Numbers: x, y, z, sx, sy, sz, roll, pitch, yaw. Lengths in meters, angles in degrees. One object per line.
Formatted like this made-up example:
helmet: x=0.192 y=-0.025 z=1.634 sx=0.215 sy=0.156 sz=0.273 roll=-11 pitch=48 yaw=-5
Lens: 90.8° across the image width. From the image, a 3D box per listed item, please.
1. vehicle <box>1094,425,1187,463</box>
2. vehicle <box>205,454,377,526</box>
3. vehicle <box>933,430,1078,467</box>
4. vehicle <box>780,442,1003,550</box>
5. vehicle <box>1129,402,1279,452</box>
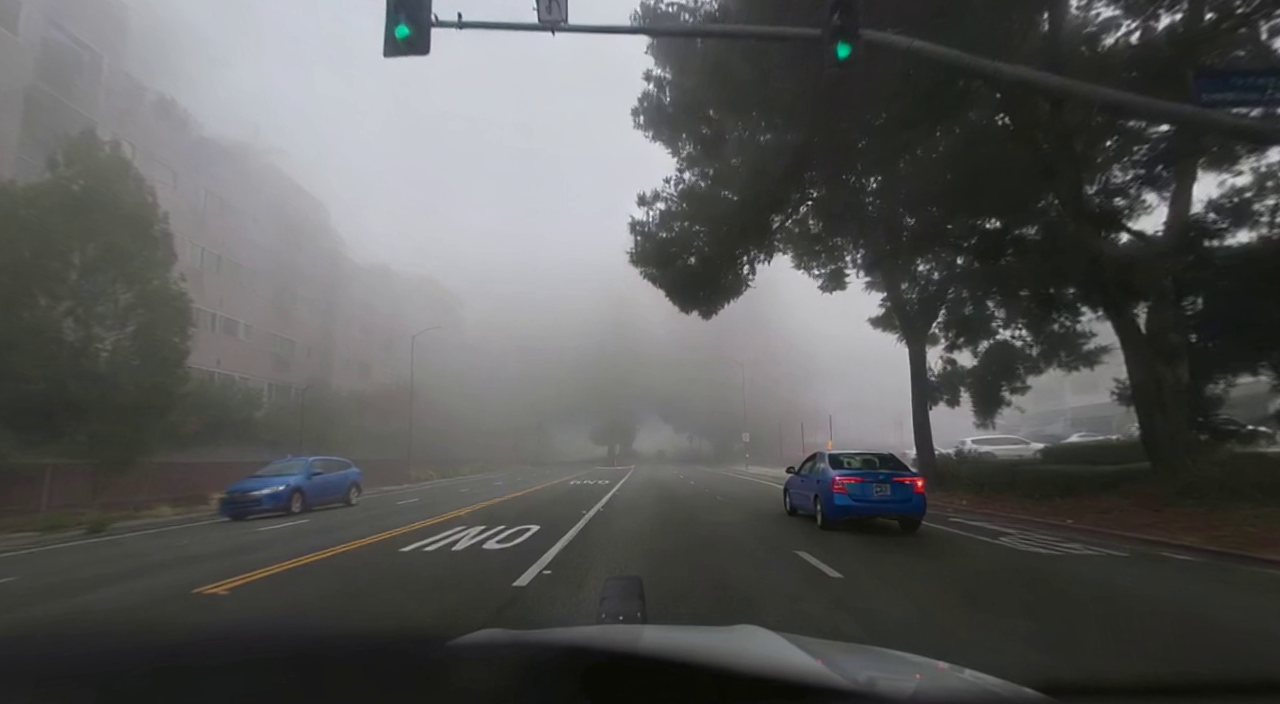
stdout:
vehicle: x=34.927 y=6.405 z=44.309 sx=2.369 sy=2.475 sz=5.128 roll=0 pitch=-8 yaw=2
vehicle: x=-9.370 y=3.695 z=17.594 sx=1.937 sy=1.624 sz=4.913 roll=0 pitch=-8 yaw=1
vehicle: x=19.393 y=5.181 z=33.788 sx=6.156 sy=1.801 sz=2.491 roll=-1 pitch=-9 yaw=2
vehicle: x=4.034 y=2.354 z=11.139 sx=2.114 sy=1.493 sz=4.430 roll=0 pitch=-8 yaw=0
vehicle: x=30.257 y=4.147 z=34.059 sx=2.279 sy=2.416 sz=6.795 roll=0 pitch=-9 yaw=0
